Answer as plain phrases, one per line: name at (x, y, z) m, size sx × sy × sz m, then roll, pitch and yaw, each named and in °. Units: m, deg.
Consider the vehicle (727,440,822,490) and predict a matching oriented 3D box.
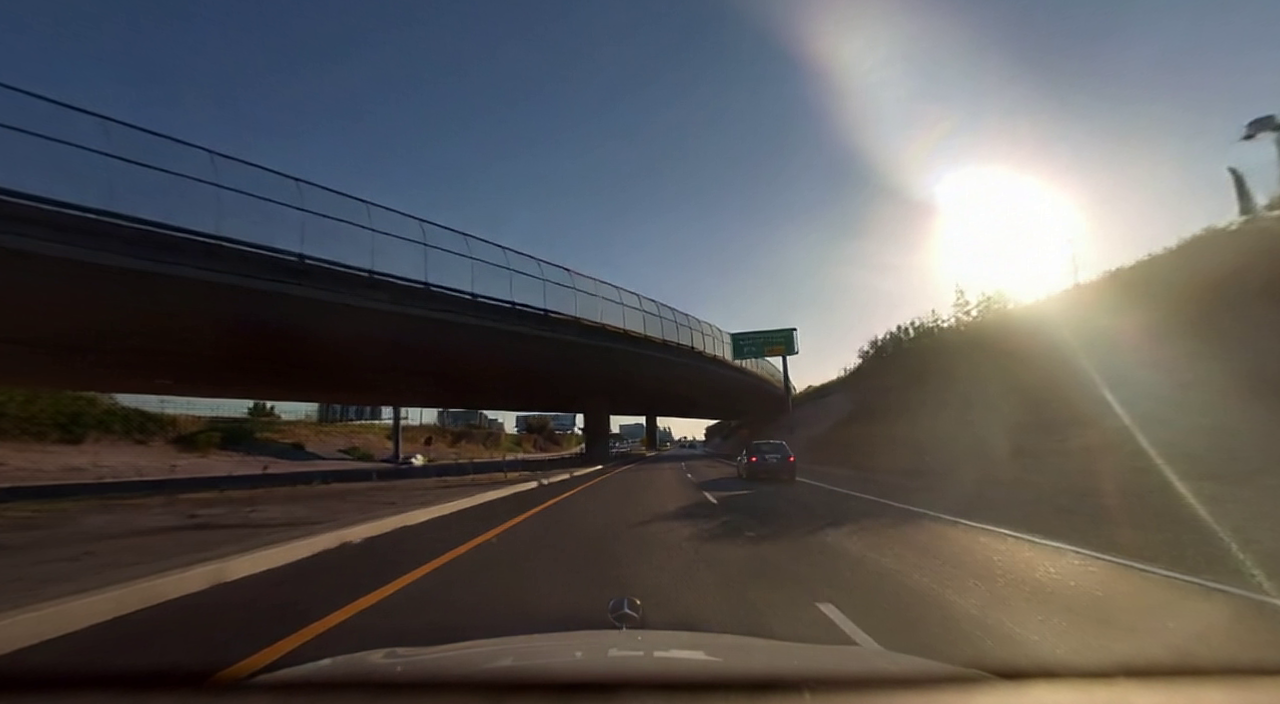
vehicle at (4.176, 3.592, 20.305) m, size 2.124 × 1.405 × 4.398 m, roll 0°, pitch -8°, yaw 1°
